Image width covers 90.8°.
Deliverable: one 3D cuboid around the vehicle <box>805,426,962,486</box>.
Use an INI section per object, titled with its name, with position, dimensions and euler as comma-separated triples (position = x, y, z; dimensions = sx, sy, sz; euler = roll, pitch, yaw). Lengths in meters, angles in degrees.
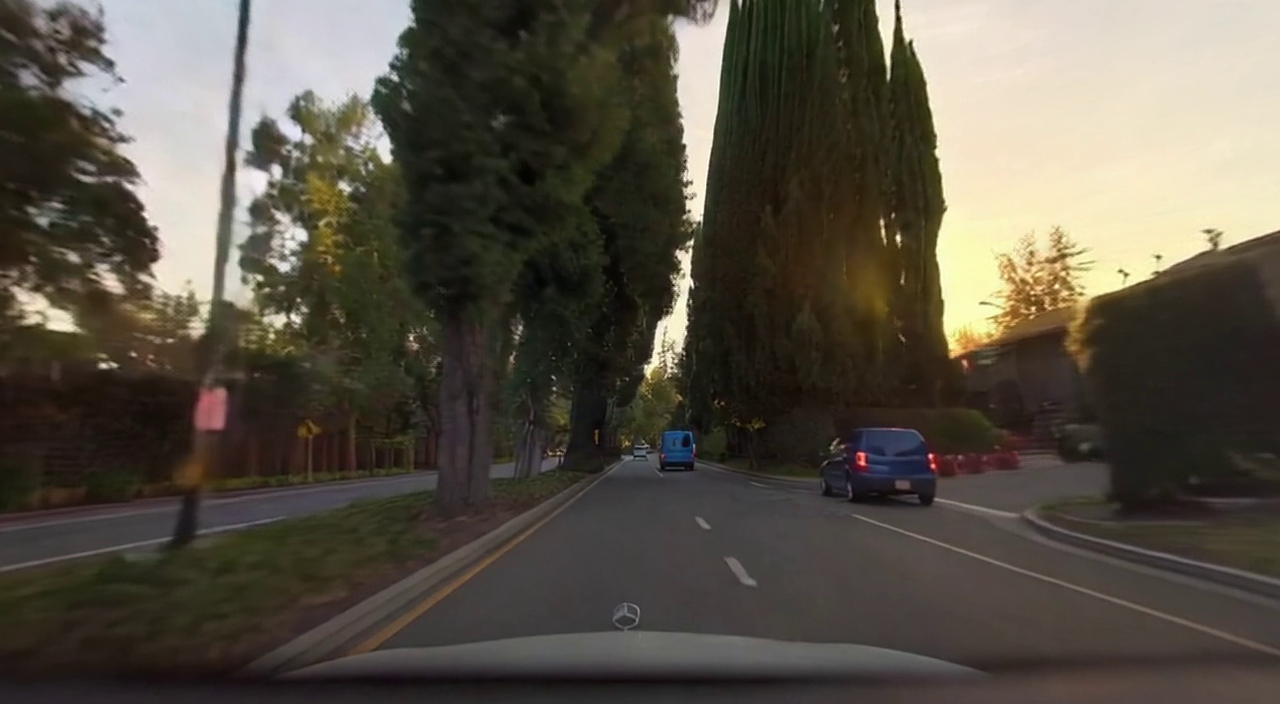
[vehicle]
position = 9.190, 3.963, 24.294
dimensions = 4.990, 2.142, 2.488
euler = 0, -8, 1
